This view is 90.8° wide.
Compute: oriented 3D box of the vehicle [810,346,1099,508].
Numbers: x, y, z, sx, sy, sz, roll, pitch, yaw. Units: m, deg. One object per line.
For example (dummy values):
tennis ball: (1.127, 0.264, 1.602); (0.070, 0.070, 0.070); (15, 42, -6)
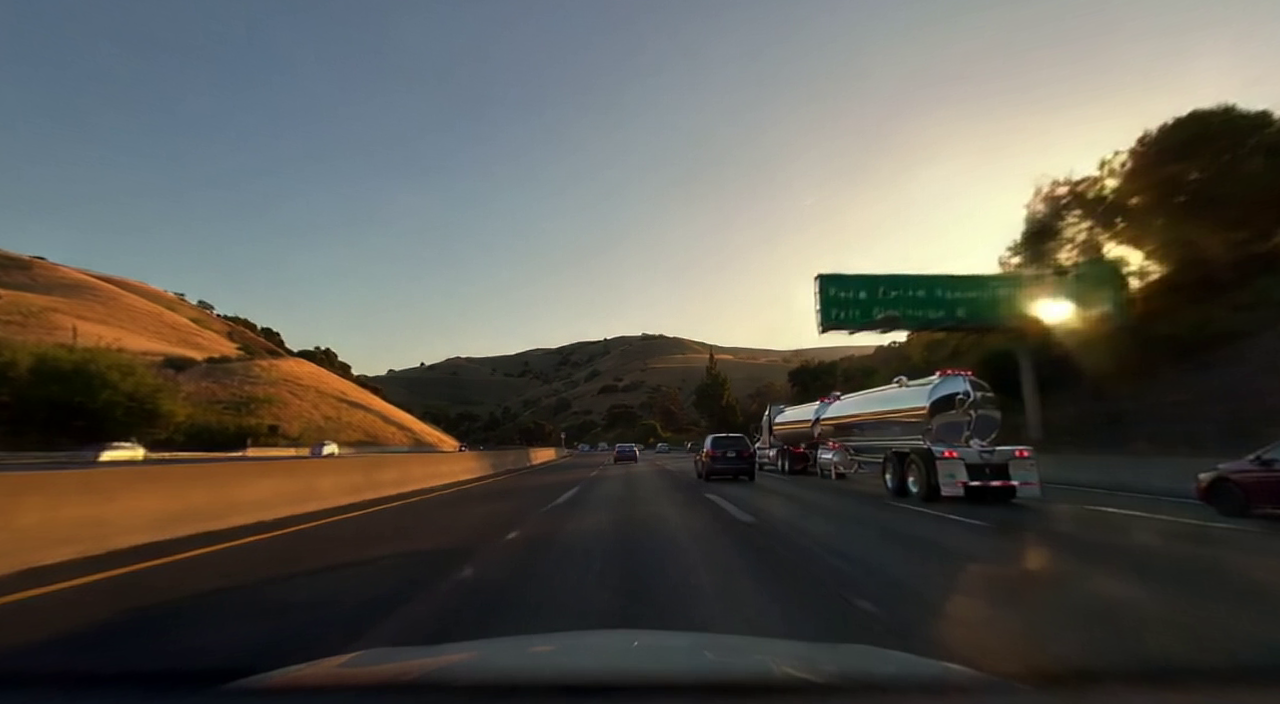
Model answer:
vehicle: (7.568, 2.200, 17.555); (2.805, 3.212, 9.978); (0, -9, 0)

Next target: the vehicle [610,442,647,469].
vehicle: (-0.705, 6.155, 37.770); (2.083, 1.477, 3.965); (0, -9, -2)

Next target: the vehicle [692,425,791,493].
vehicle: (2.927, 3.228, 19.343); (2.098, 1.794, 4.561); (0, -9, -2)
